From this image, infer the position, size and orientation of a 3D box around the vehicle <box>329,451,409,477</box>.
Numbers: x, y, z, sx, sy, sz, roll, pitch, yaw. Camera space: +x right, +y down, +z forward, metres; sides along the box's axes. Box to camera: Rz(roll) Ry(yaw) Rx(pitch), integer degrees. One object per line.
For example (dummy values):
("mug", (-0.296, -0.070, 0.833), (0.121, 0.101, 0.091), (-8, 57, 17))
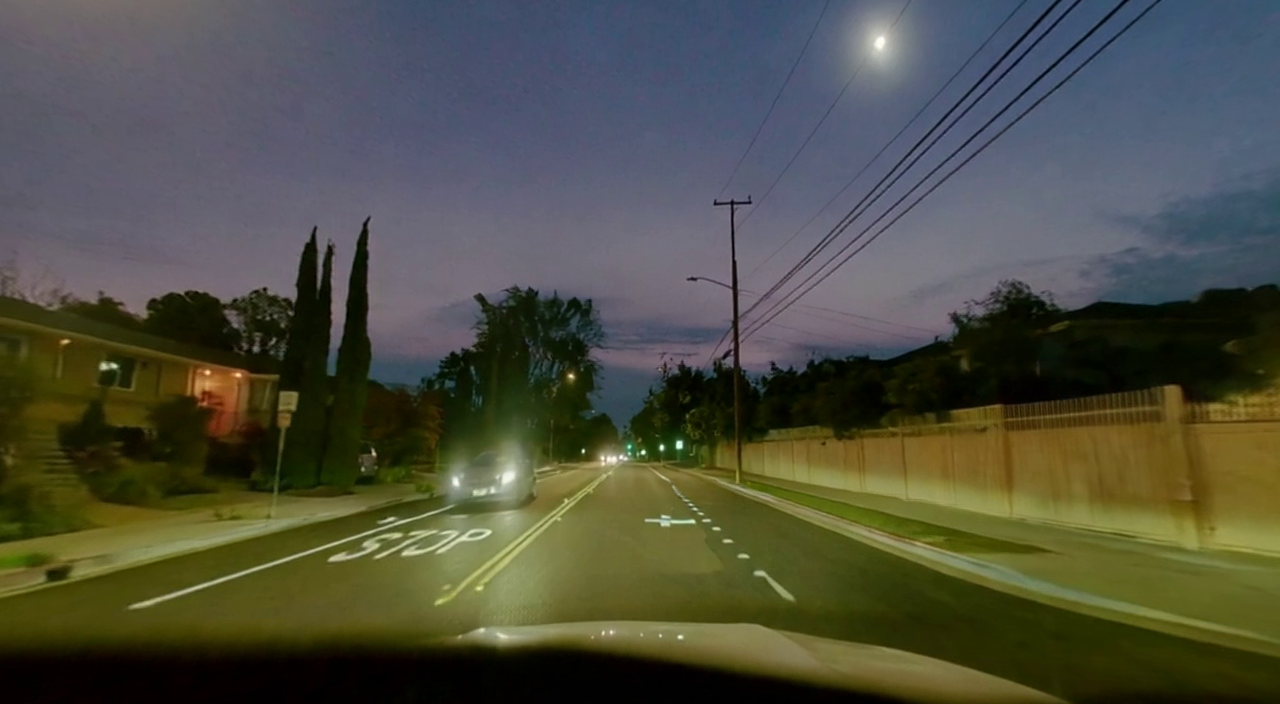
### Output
("vehicle", (-16.802, 6.925, 39.363), (4.199, 1.510, 2.058), (1, -9, -10))

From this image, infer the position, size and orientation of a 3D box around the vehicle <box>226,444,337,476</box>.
("vehicle", (-22.097, 6.645, 39.168), (5.369, 1.862, 2.338), (1, -9, -9))

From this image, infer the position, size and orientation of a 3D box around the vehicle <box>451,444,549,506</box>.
("vehicle", (-3.912, 3.483, 18.373), (1.935, 1.595, 3.972), (0, -8, 0))
